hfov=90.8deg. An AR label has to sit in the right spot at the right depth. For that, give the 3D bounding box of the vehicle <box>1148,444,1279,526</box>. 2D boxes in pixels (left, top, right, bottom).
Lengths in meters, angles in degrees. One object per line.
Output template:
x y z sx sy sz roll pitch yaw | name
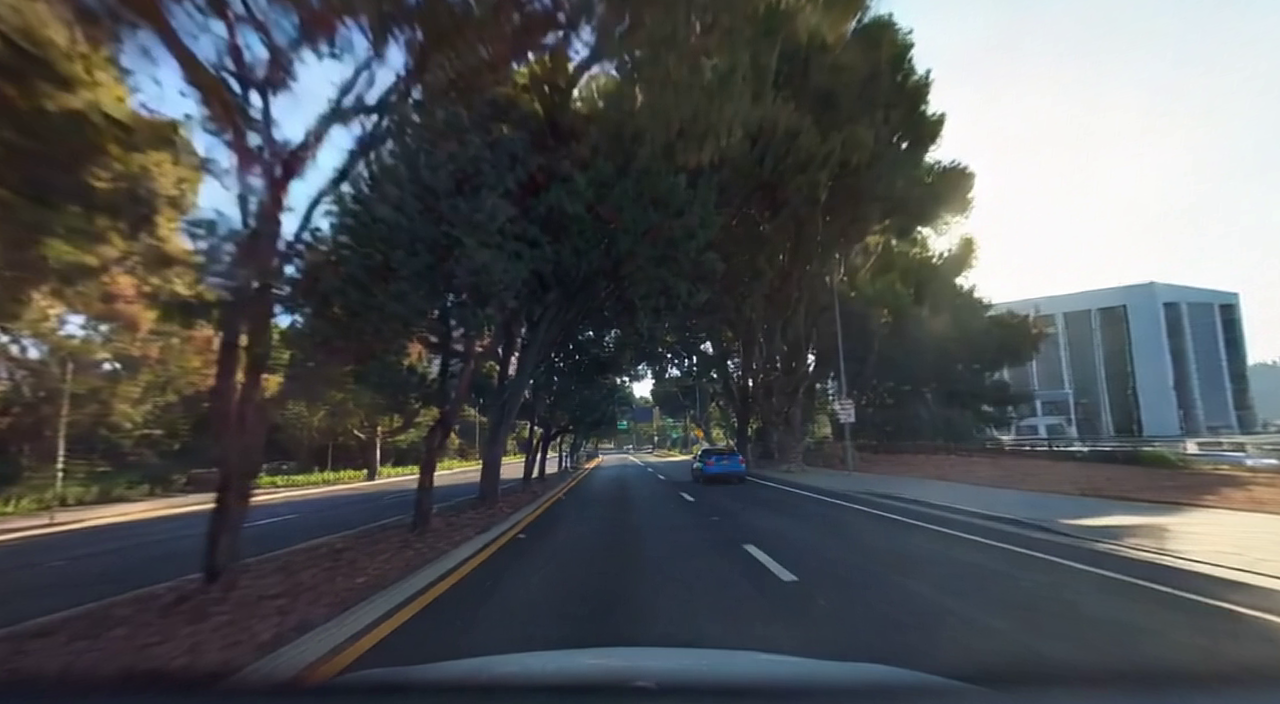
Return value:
21.089 4.680 21.816 5.101 1.694 2.158 9 -24 1 | vehicle

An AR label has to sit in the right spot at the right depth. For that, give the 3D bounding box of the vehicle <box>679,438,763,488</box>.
2.608 3.715 21.490 2.114 1.493 4.430 0 -9 -2 | vehicle
